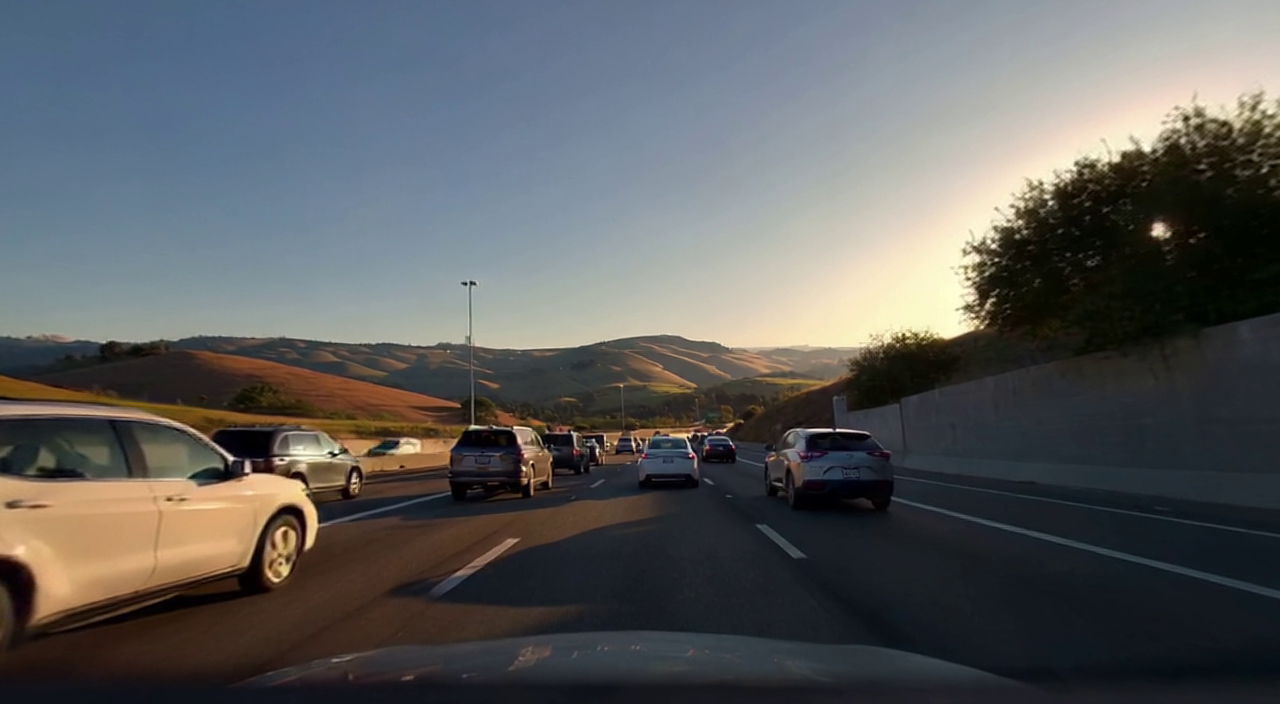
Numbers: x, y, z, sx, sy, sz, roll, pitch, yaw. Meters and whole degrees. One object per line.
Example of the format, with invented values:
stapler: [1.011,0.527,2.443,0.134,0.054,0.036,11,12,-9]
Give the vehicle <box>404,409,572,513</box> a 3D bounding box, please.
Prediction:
vehicle: [-3.125,2.416,14.486,2.301,1.902,5.374,0,-8,3]

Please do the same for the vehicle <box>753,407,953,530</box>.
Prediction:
vehicle: [3.493,2.017,11.448,2.046,1.765,4.534,0,-8,0]

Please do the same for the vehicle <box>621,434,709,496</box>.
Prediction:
vehicle: [0.658,3.022,17.330,2.105,1.471,4.349,0,-8,1]

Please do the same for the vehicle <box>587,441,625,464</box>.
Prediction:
vehicle: [-2.123,6.327,39.997,1.973,1.378,3.677,-1,-8,3]

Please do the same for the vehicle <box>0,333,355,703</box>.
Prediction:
vehicle: [-3.579,0.890,3.123,2.179,1.723,4.410,0,-8,1]
